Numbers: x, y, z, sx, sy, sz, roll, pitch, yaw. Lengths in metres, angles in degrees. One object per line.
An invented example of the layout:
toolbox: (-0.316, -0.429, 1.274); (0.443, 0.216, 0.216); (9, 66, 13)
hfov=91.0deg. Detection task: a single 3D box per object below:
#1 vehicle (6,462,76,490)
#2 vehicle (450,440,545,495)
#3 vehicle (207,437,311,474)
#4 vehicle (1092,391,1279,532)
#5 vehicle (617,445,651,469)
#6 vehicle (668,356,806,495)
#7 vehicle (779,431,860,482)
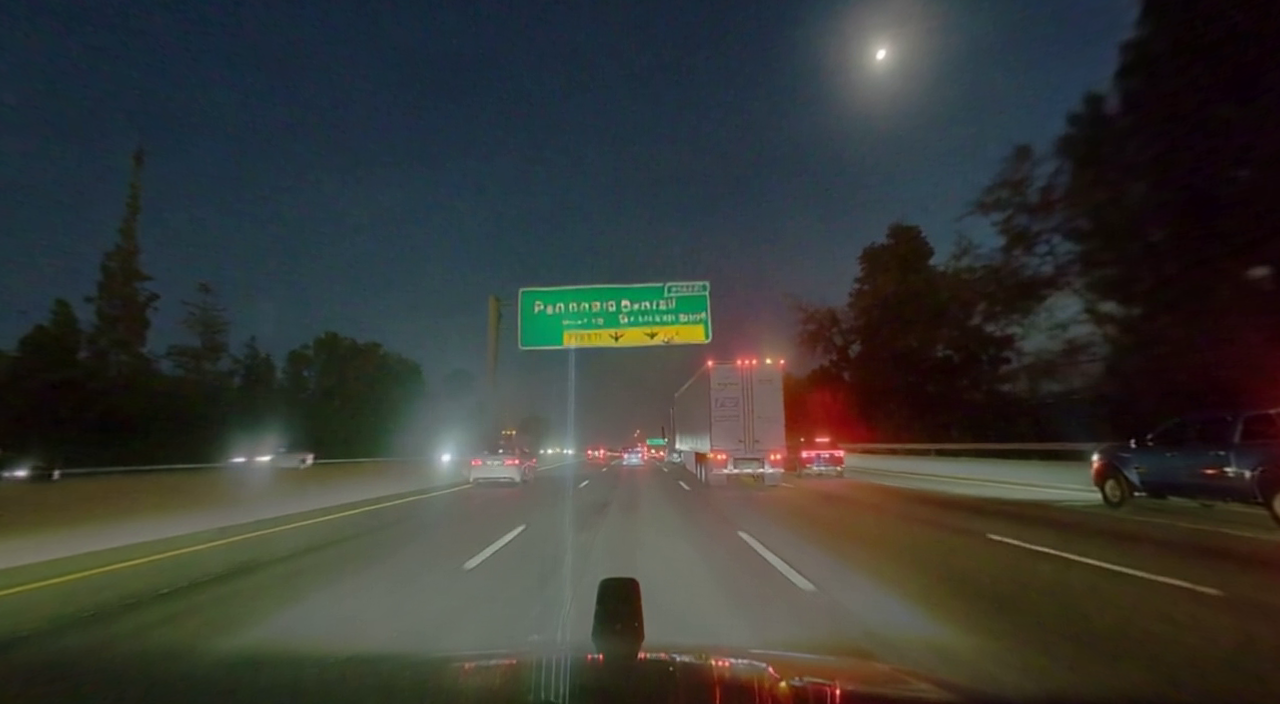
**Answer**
vehicle: (-39.087, 8.062, 41.203); (1.906, 1.521, 4.931); (5, -10, -27)
vehicle: (-4.239, 3.491, 19.372); (1.968, 1.507, 3.829); (0, -8, 1)
vehicle: (-19.081, 5.211, 31.874); (2.146, 1.673, 5.184); (0, -8, -2)
vehicle: (11.020, 1.794, 10.439); (2.420, 2.141, 5.994); (0, -8, -2)
vehicle: (-0.359, 6.767, 40.725); (2.047, 1.485, 3.938); (0, -8, 0)
vehicle: (3.235, 3.349, 26.828); (2.907, 4.109, 16.177); (0, -8, -1)
vehicle: (7.474, 4.401, 26.746); (2.079, 1.938, 4.630); (0, -8, 0)
